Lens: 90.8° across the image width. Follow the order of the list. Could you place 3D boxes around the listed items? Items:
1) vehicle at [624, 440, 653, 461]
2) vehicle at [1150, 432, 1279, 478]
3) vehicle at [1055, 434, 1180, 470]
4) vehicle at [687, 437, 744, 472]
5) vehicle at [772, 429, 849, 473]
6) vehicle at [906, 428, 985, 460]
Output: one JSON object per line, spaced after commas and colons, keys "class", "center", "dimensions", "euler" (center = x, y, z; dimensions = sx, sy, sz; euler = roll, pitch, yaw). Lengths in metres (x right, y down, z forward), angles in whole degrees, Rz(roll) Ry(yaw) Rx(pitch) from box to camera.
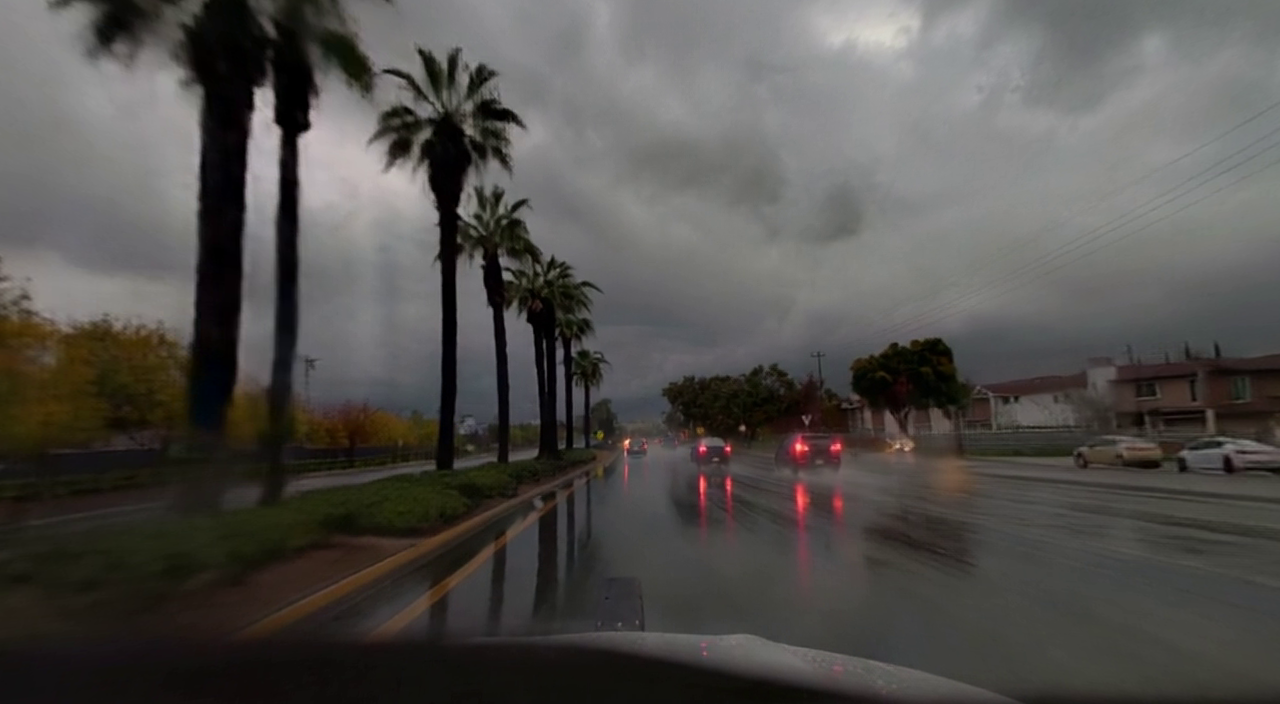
{"class": "vehicle", "center": [-0.144, 7.270, 46.729], "dimensions": [2.031, 1.444, 4.361], "euler": [0, -9, -1]}
{"class": "vehicle", "center": [21.006, 3.621, 22.439], "dimensions": [1.852, 1.448, 4.601], "euler": [0, -9, -1]}
{"class": "vehicle", "center": [20.995, 4.421, 28.073], "dimensions": [1.844, 1.464, 4.546], "euler": [0, -9, -3]}
{"class": "vehicle", "center": [3.296, 4.578, 28.403], "dimensions": [1.875, 1.452, 4.453], "euler": [0, -9, -2]}
{"class": "vehicle", "center": [6.971, 4.102, 26.340], "dimensions": [1.916, 1.646, 4.258], "euler": [0, -9, -1]}
{"class": "vehicle", "center": [20.867, 6.340, 43.568], "dimensions": [2.304, 2.044, 5.894], "euler": [0, -9, -2]}
